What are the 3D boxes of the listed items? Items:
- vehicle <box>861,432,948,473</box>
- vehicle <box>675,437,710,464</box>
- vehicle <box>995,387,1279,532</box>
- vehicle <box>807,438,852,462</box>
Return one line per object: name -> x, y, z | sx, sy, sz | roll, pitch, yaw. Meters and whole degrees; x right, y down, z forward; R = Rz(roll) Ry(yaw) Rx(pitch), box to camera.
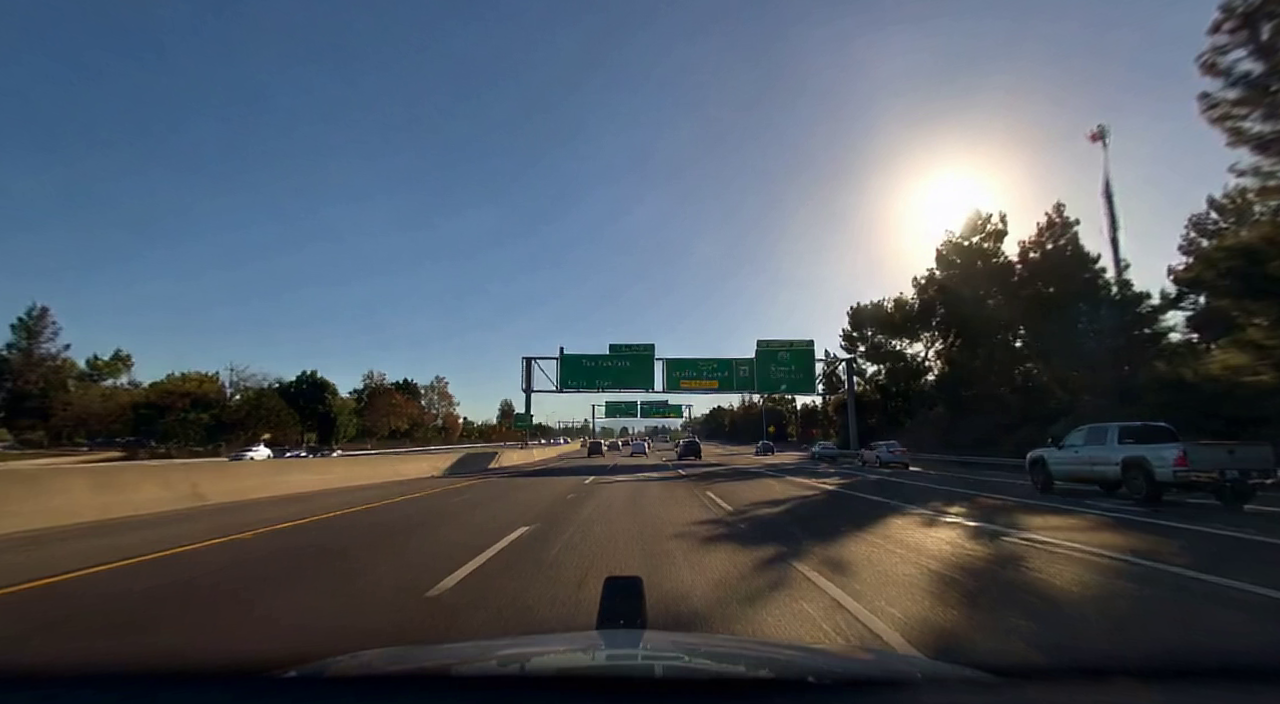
vehicle -> 12.342, 4.761, 29.820 | 2.116, 1.754, 4.727 | 0, -9, 1
vehicle -> 3.697, 7.062, 45.266 | 2.147, 1.794, 4.538 | 0, -9, 0
vehicle -> 10.073, 2.075, 12.599 | 2.442, 2.140, 6.462 | 0, -9, 3
vehicle -> 14.082, 7.331, 47.043 | 2.020, 1.707, 4.424 | 0, -9, 1
